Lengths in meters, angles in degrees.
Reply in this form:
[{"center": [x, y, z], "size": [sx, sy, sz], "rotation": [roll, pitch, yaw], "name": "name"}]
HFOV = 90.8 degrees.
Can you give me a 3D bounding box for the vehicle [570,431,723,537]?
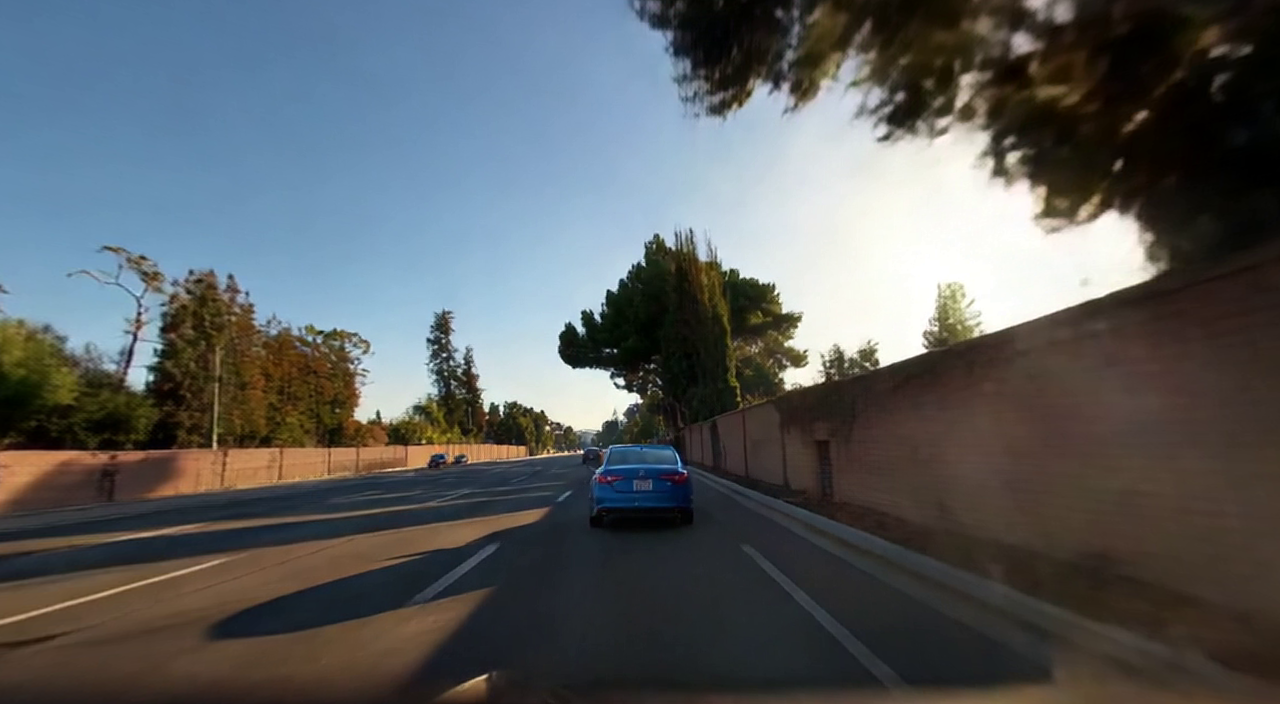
[{"center": [0.067, 2.230, 11.330], "size": [2.205, 1.509, 4.272], "rotation": [0, -8, -1], "name": "vehicle"}]
